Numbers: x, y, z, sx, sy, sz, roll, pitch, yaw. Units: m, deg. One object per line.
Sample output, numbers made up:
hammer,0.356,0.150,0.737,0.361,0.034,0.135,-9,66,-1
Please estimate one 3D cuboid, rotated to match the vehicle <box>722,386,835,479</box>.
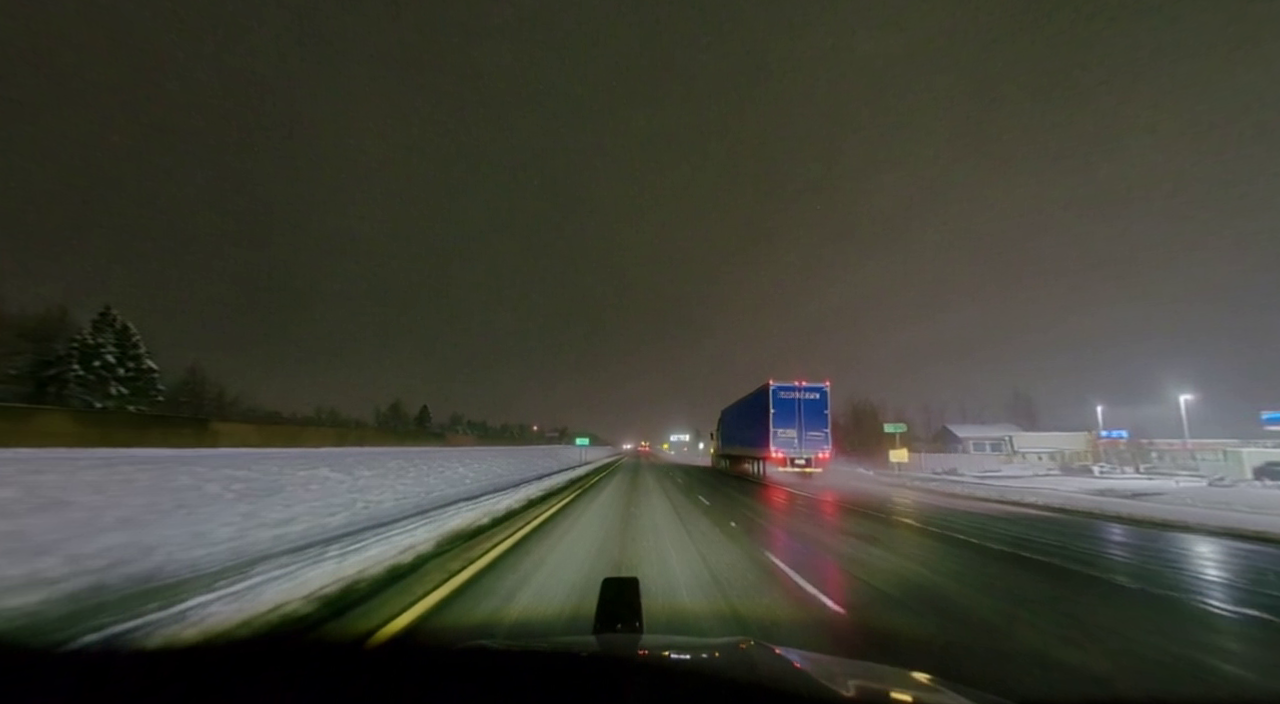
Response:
vehicle,7.265,4.797,36.369,2.912,4.153,15.866,0,-9,0
